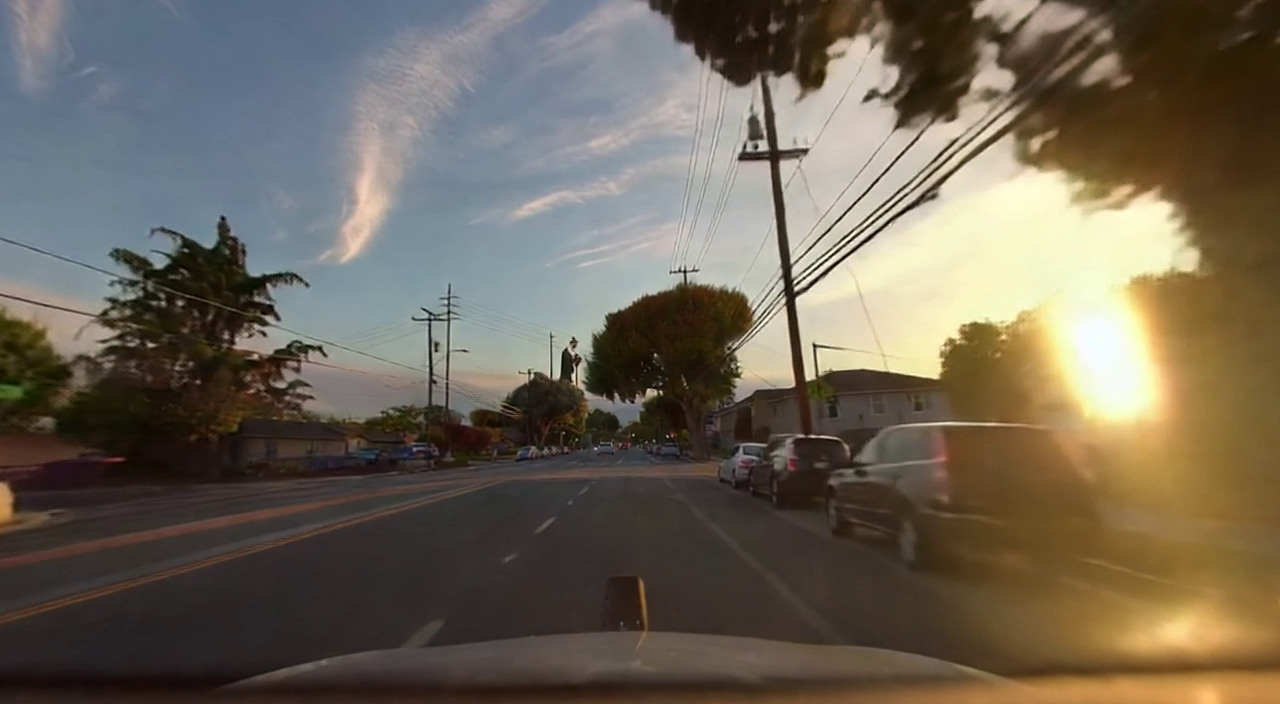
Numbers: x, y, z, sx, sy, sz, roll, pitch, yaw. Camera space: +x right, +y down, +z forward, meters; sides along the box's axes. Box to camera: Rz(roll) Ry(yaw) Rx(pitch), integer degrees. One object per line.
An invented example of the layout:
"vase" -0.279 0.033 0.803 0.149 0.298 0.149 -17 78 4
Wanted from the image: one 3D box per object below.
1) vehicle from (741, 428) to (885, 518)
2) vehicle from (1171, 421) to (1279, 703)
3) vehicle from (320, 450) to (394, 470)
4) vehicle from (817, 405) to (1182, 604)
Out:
"vehicle" 3.687 2.657 14.409 1.948 1.713 4.479 0 -8 -1
"vehicle" 3.796 0.771 0.922 1.865 1.477 4.741 0 -8 -1
"vehicle" -21.895 8.357 48.934 4.728 1.536 2.006 0 -8 0
"vehicle" 3.750 1.641 7.671 1.852 1.715 4.110 0 -9 -2
